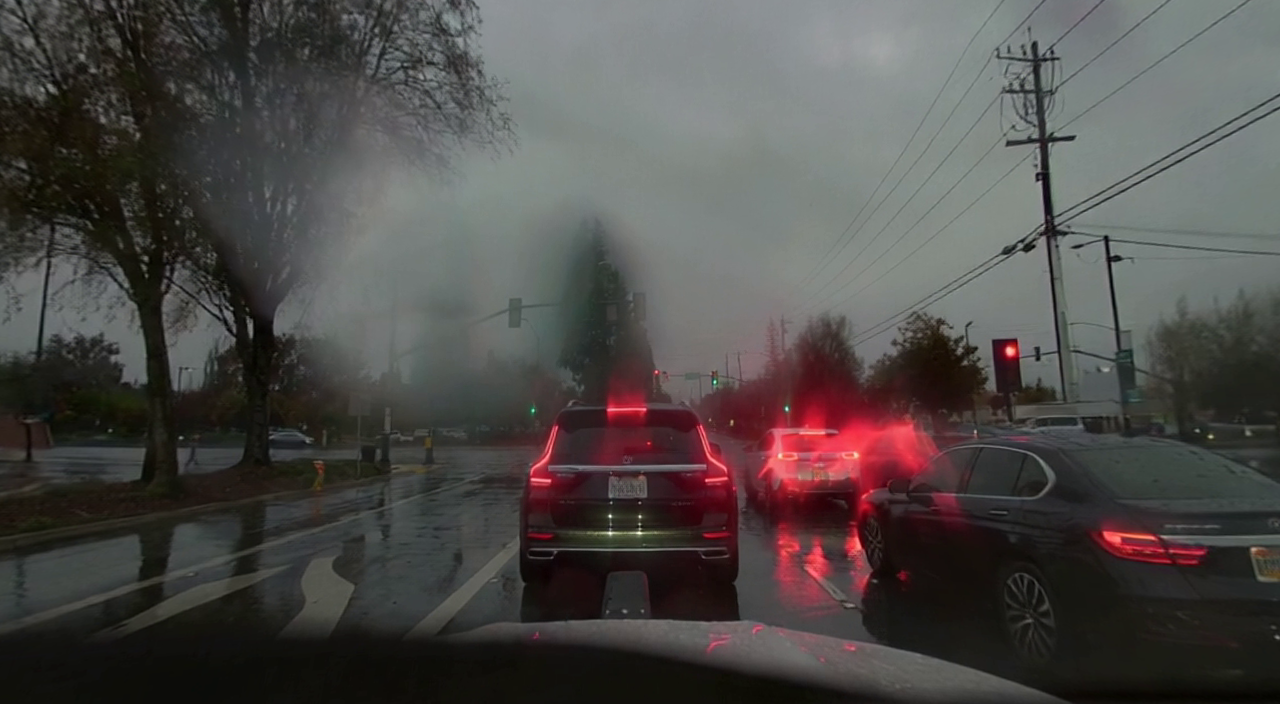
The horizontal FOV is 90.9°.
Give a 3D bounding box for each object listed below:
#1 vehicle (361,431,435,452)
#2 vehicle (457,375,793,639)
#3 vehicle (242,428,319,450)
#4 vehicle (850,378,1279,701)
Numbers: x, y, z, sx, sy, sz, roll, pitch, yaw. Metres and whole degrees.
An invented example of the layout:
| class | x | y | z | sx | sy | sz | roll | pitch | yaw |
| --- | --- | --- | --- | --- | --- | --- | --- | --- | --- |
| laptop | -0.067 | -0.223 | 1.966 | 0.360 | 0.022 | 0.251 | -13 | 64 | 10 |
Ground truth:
| class | x | y | z | sx | sy | sz | roll | pitch | yaw |
| --- | --- | --- | --- | --- | --- | --- | --- | --- | --- |
| vehicle | -17.744 | 6.559 | 46.375 | 4.607 | 1.478 | 1.995 | 0 | -8 | 0 |
| vehicle | -0.150 | 1.370 | 6.592 | 2.271 | 1.786 | 4.443 | 0 | -8 | -1 |
| vehicle | -26.836 | 6.528 | 47.227 | 4.587 | 1.639 | 1.878 | 0 | -8 | 1 |
| vehicle | 3.556 | 1.295 | 5.569 | 1.948 | 1.677 | 4.437 | 0 | -8 | 1 |
